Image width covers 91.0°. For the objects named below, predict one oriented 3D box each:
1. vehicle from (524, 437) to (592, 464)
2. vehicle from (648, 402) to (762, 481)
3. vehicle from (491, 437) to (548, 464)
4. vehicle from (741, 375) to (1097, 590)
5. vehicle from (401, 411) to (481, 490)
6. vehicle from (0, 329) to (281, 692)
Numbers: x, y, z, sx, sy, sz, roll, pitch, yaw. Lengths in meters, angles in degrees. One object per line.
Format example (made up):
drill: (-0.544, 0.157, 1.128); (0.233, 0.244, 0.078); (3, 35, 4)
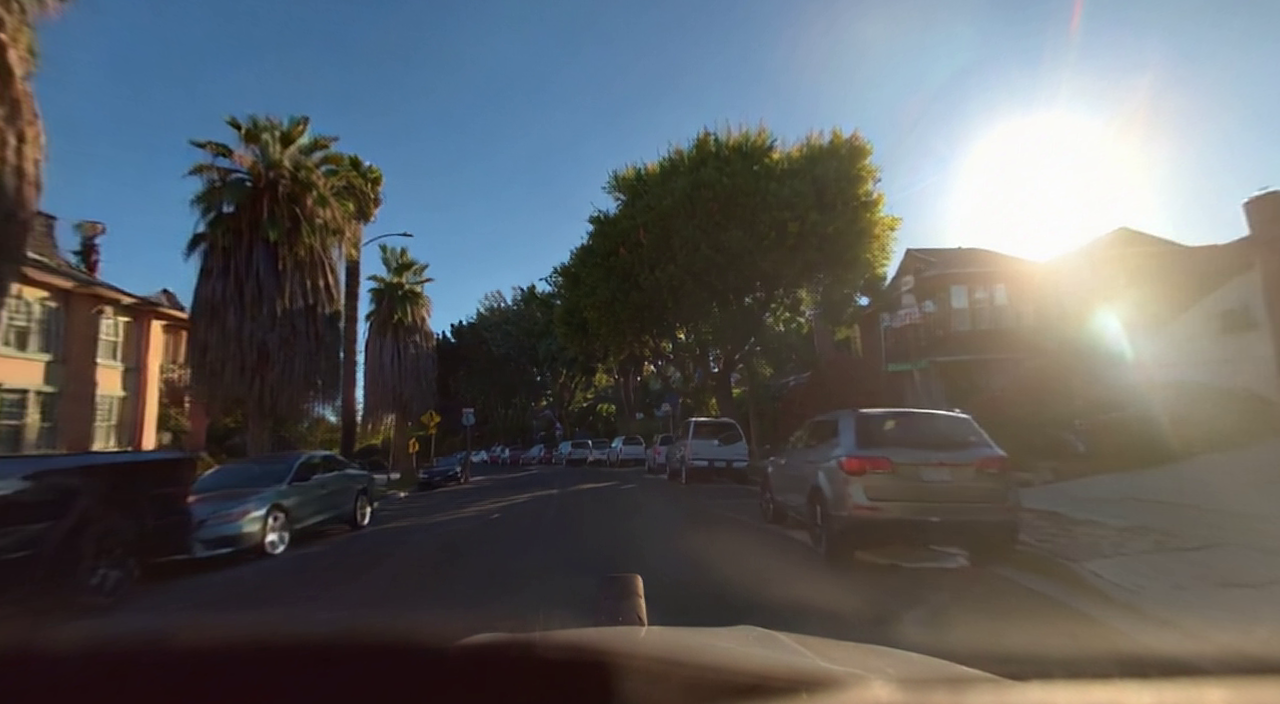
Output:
vehicle: (-5.093, 6.025, 38.536); (2.108, 1.503, 4.977); (5, -10, -33)
vehicle: (1.716, 2.659, 18.657); (2.139, 1.997, 4.864); (1, -8, -9)
vehicle: (-8.276, 6.718, 42.966); (1.918, 1.753, 4.655); (6, -10, -37)
vehicle: (2.519, 1.343, 7.235); (2.076, 1.658, 4.604); (0, -8, 2)
vehicle: (-7.425, 3.714, 23.803); (2.337, 2.289, 6.092); (-6, -7, -17)
vehicle: (-5.249, 0.878, 3.237); (2.624, 2.178, 6.522); (-1, -8, 4)
